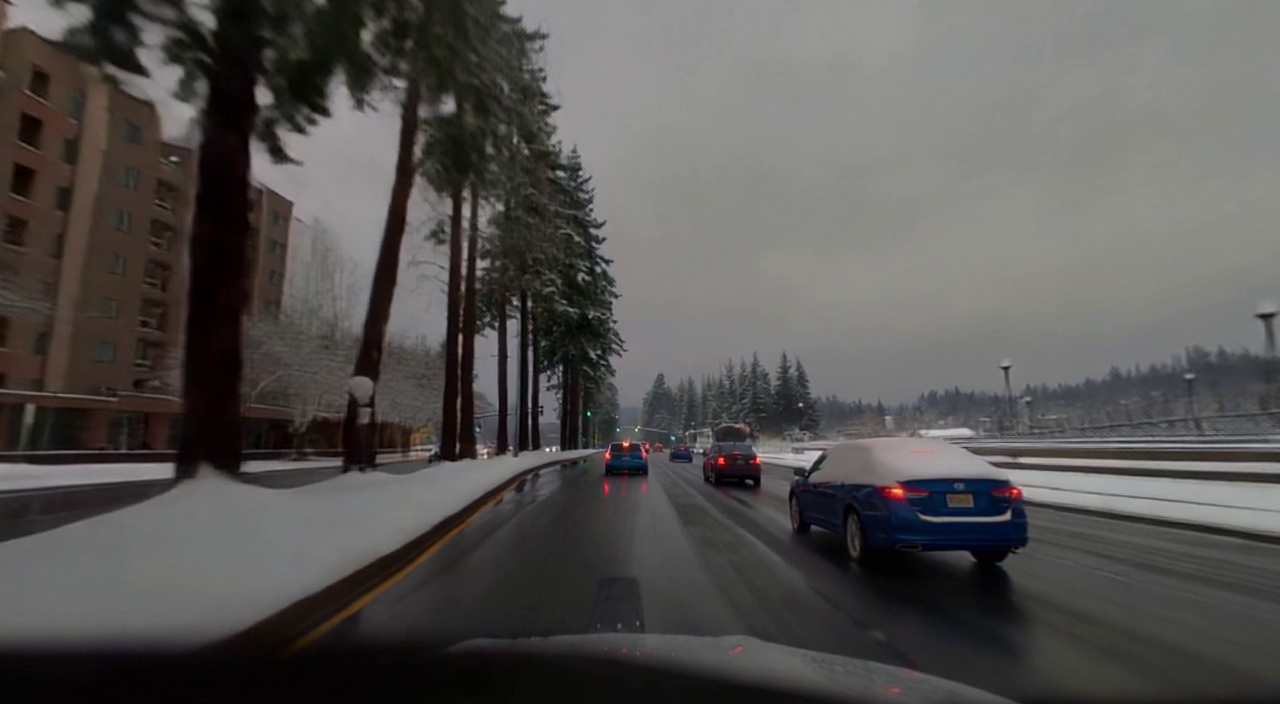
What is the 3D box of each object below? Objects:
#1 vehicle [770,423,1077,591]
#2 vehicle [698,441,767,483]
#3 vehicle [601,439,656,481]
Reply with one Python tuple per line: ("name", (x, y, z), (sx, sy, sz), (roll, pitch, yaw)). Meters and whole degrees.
("vehicle", (2.979, 1.695, 7.695), (1.852, 1.498, 3.825), (0, -9, -2))
("vehicle", (3.422, 4.180, 24.233), (1.908, 1.453, 4.230), (0, -9, -1))
("vehicle", (-0.421, 4.187, 24.727), (1.994, 1.479, 3.647), (0, -9, -1))
